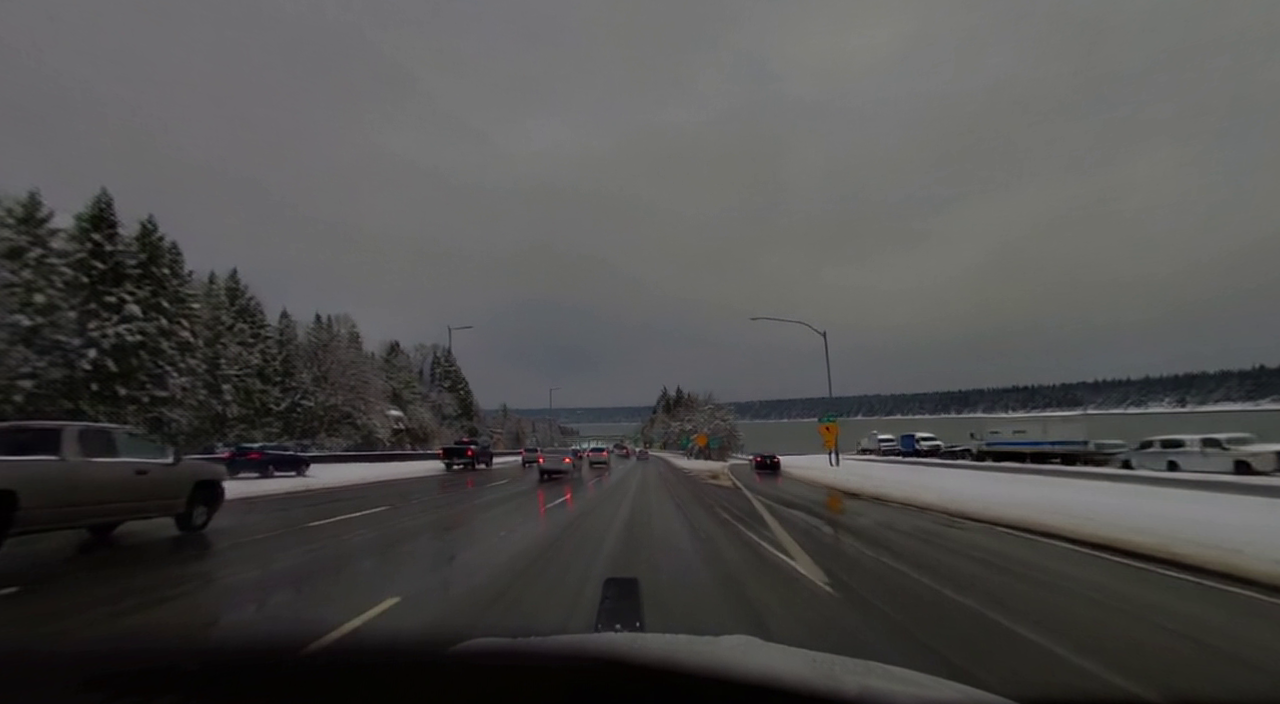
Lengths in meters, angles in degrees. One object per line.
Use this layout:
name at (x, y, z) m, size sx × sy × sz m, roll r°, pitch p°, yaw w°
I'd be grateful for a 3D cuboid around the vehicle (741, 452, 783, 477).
vehicle at (7.945, 7.338, 41.344) m, size 2.153 × 1.510 × 4.646 m, roll 0°, pitch -9°, yaw 4°

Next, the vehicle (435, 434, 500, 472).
vehicle at (-10.858, 6.412, 40.122) m, size 2.442 × 2.191 × 5.760 m, roll 0°, pitch -9°, yaw 1°

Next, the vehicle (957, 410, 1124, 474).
vehicle at (25.640, 5.967, 41.512) m, size 4.211 × 3.637 × 11.169 m, roll 0°, pitch -9°, yaw 3°

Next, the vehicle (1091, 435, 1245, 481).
vehicle at (21.800, 4.367, 26.386) m, size 2.097 × 1.692 × 5.148 m, roll -1°, pitch -8°, yaw 2°

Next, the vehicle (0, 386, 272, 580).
vehicle at (-7.347, 1.493, 7.601) m, size 2.250 × 1.870 × 5.647 m, roll 0°, pitch -9°, yaw 2°

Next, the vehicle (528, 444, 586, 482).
vehicle at (-4.032, 5.453, 31.323) m, size 2.132 × 1.708 × 4.571 m, roll 0°, pitch -9°, yaw 2°
